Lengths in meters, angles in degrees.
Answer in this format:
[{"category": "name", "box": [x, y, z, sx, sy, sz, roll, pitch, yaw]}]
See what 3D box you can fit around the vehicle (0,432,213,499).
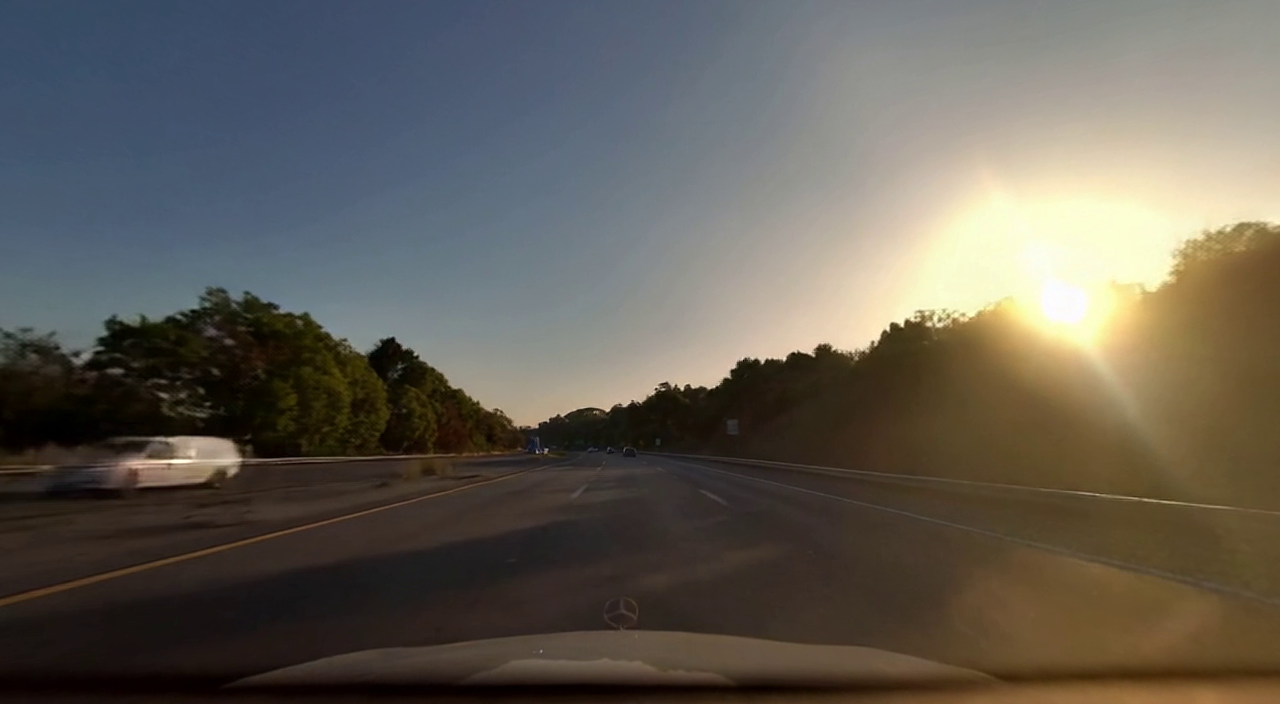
[{"category": "vehicle", "box": [-16.900, 3.595, 20.397, 2.035, 1.830, 5.817, 0, -9, -1]}]
